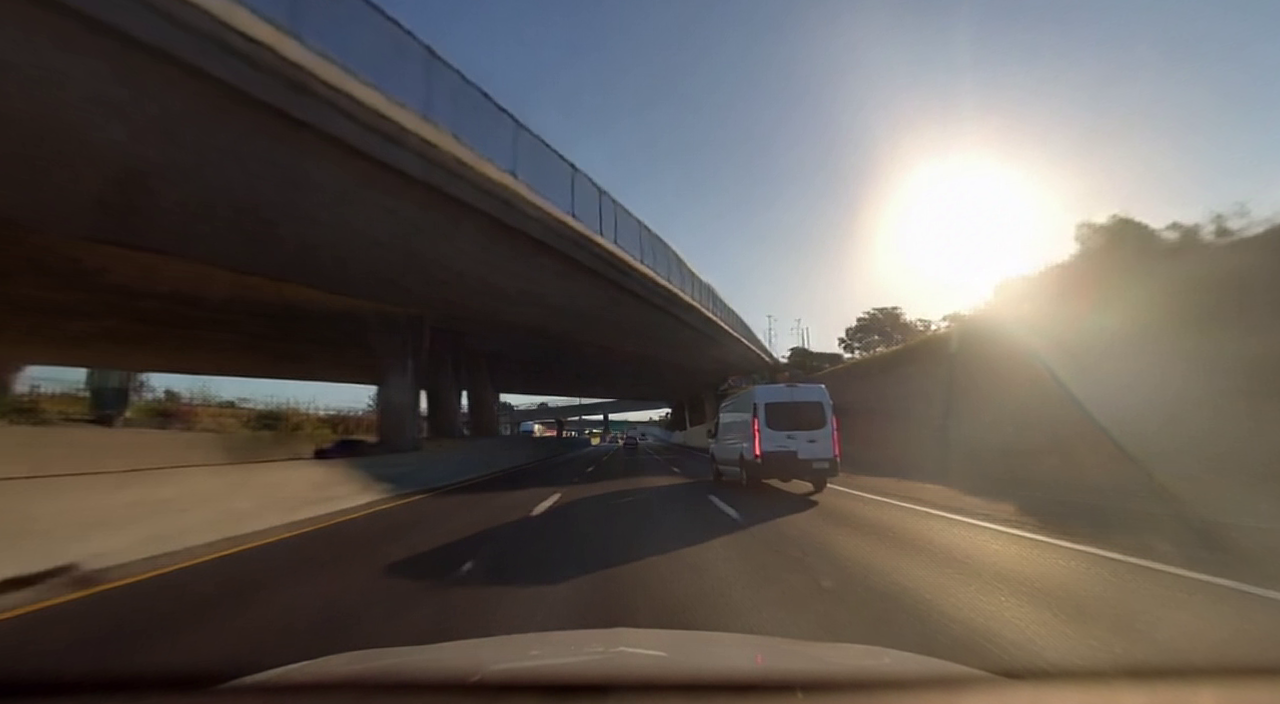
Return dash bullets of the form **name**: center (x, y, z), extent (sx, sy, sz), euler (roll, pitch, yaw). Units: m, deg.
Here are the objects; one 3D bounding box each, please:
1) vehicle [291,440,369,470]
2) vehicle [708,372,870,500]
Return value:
- **vehicle**: center (-16.052, 5.322, 32.848), extent (1.921, 1.433, 4.304), euler (0, -8, -1)
- **vehicle**: center (3.508, 2.252, 16.770), extent (2.431, 2.667, 6.921), euler (0, -8, -1)
